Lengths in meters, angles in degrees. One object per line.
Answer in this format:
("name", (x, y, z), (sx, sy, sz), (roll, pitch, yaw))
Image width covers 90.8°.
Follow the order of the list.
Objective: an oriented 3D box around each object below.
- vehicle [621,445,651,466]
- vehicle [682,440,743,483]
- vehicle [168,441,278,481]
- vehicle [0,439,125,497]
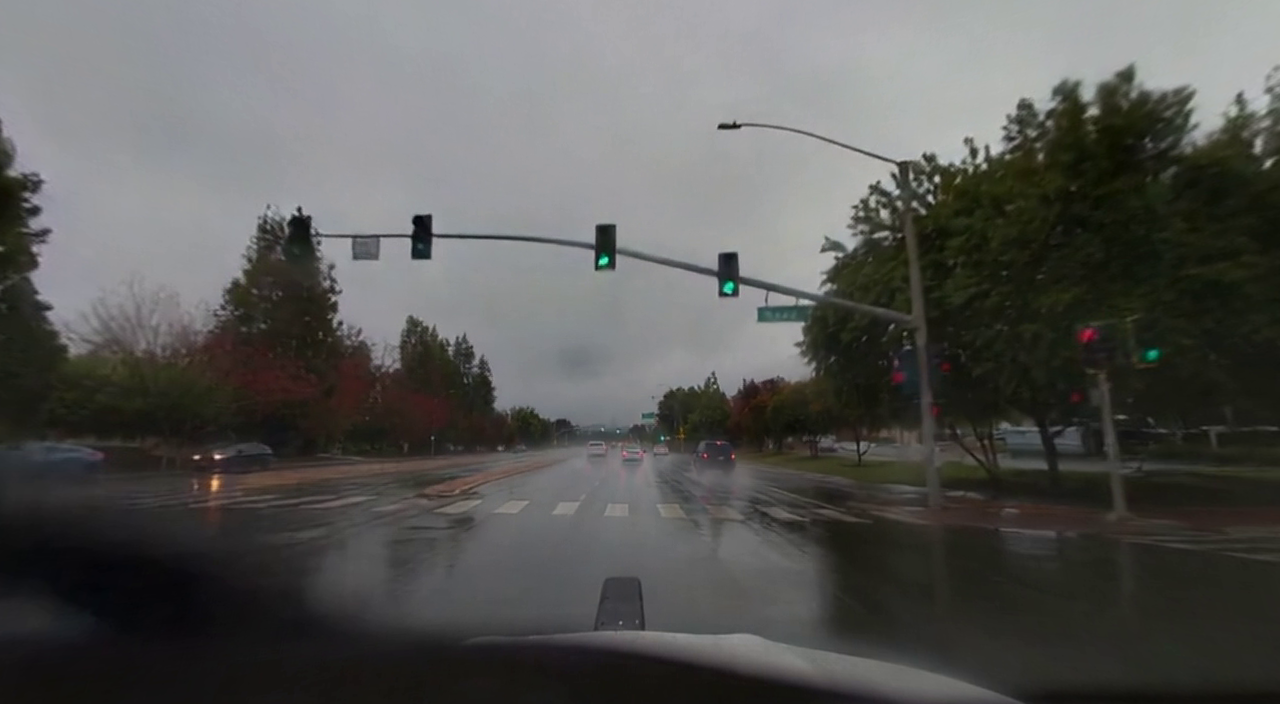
("vehicle", (-0.308, 7.459, 45.742), (2.039, 1.455, 3.826), (1, -8, -1))
("vehicle", (3.177, 4.903, 28.615), (2.181, 1.781, 4.257), (1, -8, -1))
("vehicle", (-19.273, 5.028, 29.471), (2.048, 1.686, 4.427), (0, -9, 0))
("vehicle", (-22.901, 4.277, 23.473), (2.598, 1.924, 5.802), (-1, -9, 0))
